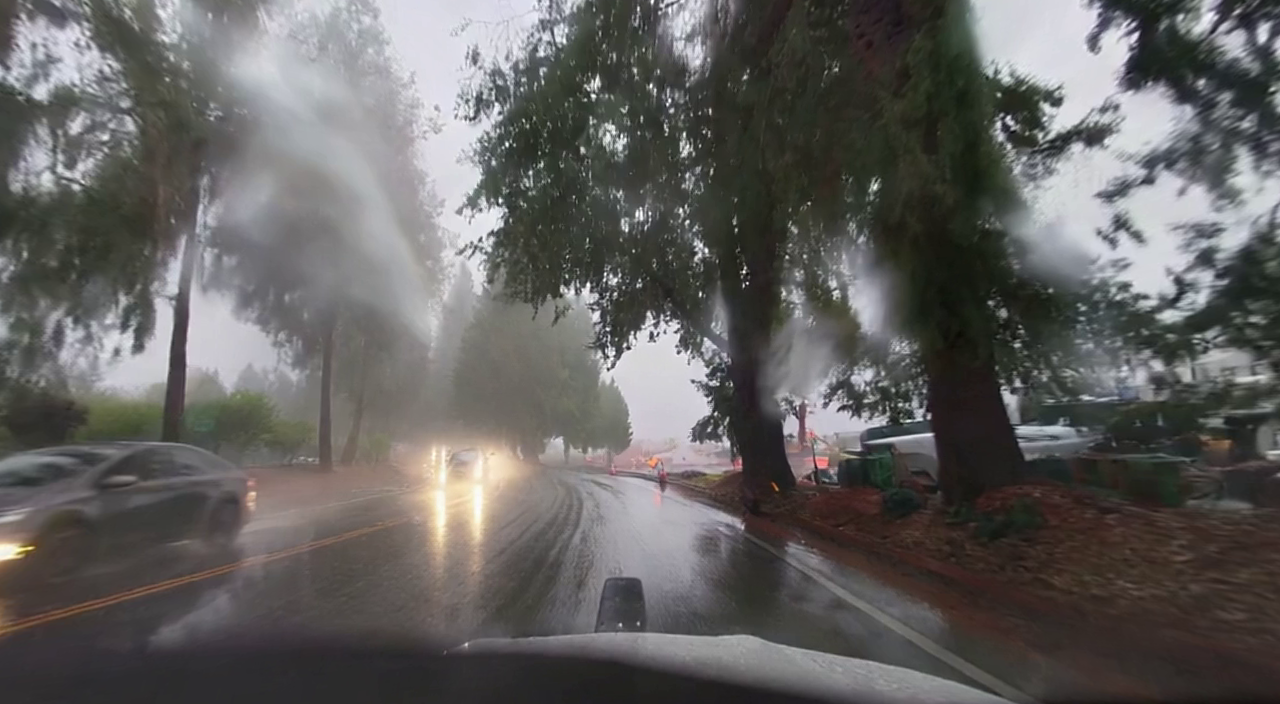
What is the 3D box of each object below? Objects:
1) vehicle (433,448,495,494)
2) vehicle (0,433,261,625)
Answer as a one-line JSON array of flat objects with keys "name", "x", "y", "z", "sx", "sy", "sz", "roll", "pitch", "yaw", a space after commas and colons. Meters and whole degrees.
[{"name": "vehicle", "x": -7.804, "y": 5.264, "z": 28.436, "sx": 2.019, "sy": 1.840, "sz": 4.437, "roll": 0, "pitch": -9, "yaw": -7}, {"name": "vehicle", "x": -6.860, "y": 1.923, "z": 7.646, "sx": 1.943, "sy": 1.745, "sz": 4.115, "roll": -1, "pitch": -9, "yaw": 0}]
